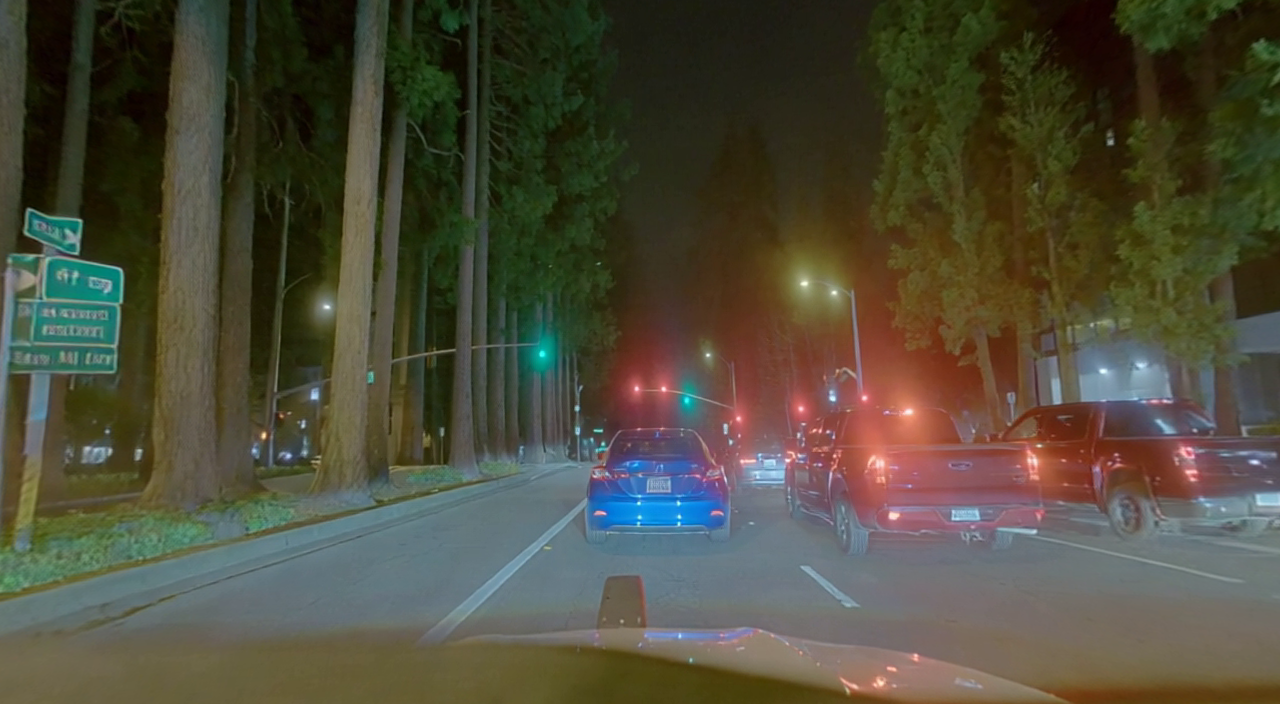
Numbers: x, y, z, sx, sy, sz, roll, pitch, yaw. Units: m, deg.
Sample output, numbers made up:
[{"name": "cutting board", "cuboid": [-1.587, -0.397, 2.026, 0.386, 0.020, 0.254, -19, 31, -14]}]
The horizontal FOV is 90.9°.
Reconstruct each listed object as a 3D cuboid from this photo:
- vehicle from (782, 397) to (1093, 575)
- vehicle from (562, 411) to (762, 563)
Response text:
[{"name": "vehicle", "cuboid": [3.394, 1.631, 8.384, 2.099, 1.725, 4.290, 0, -8, 1]}, {"name": "vehicle", "cuboid": [0.246, 1.775, 8.962, 2.168, 1.641, 4.039, 0, -8, 0]}]
